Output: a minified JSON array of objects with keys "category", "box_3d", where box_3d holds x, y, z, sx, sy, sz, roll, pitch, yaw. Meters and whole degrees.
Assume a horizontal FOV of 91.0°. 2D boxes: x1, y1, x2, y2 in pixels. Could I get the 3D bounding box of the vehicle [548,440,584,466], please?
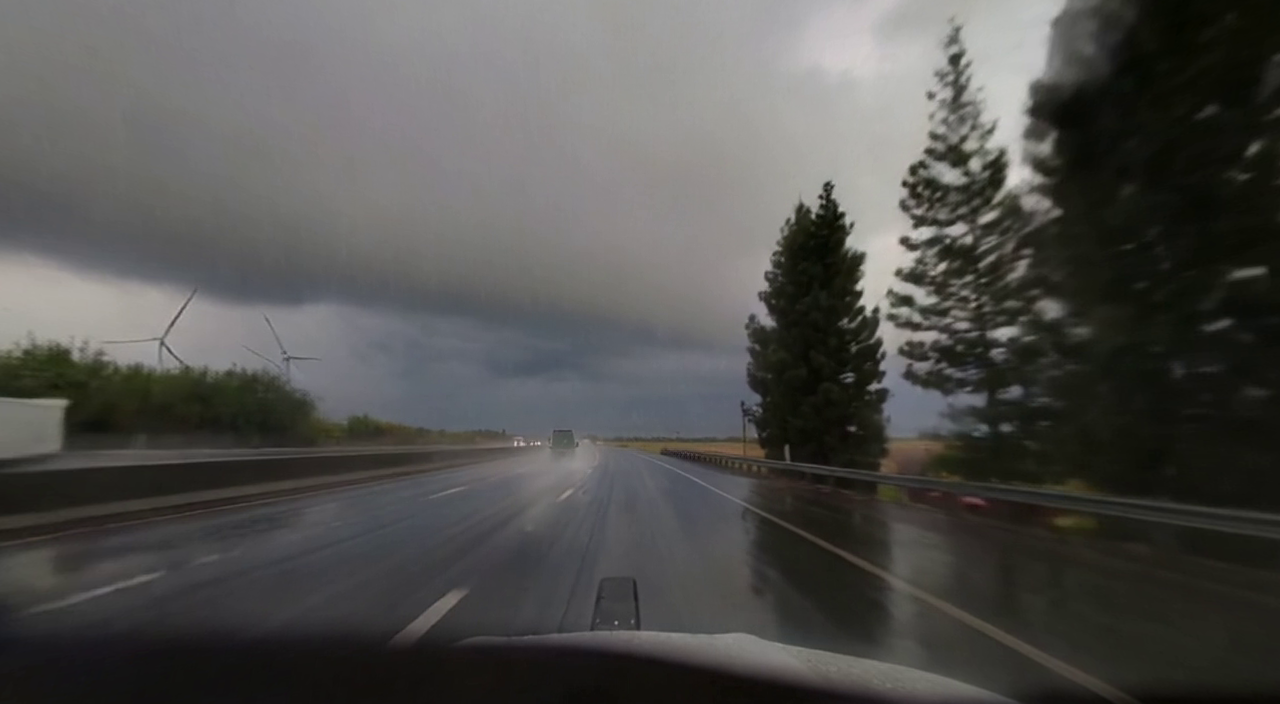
[{"category":"vehicle","box_3d":[-4.577,6.310,39.537,2.053,1.549,4.097,0,-8,-4]}]
